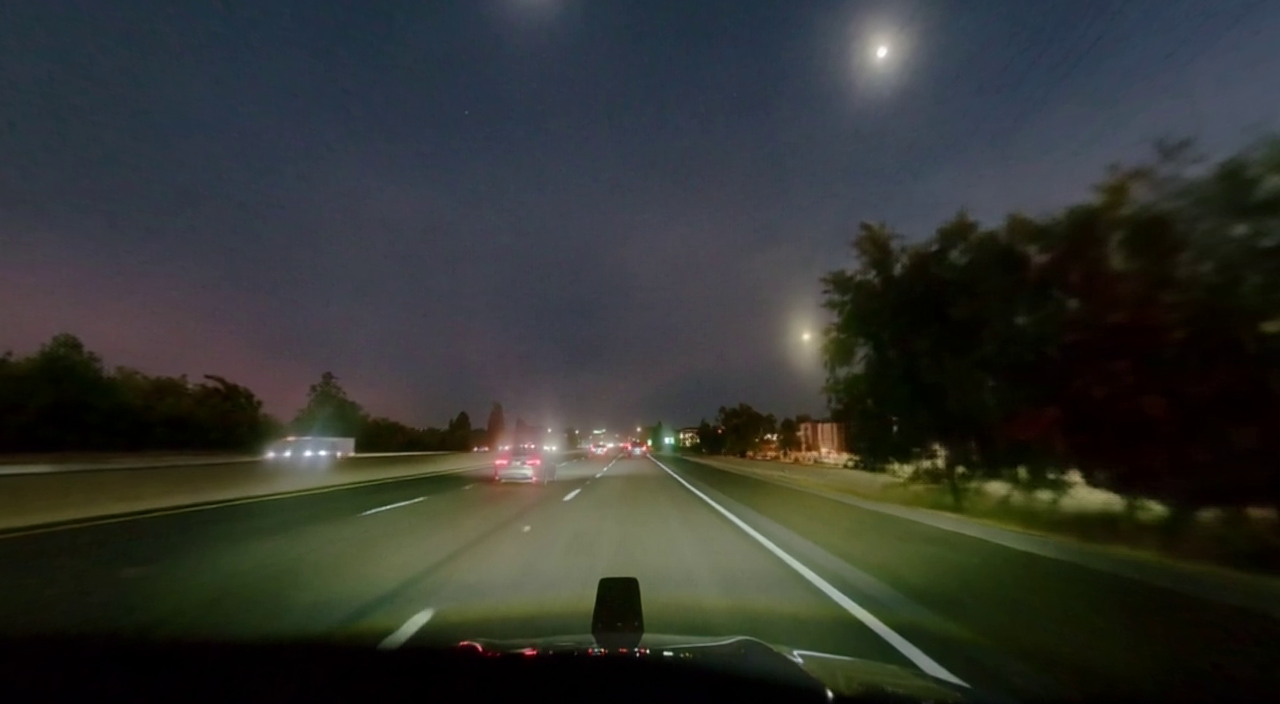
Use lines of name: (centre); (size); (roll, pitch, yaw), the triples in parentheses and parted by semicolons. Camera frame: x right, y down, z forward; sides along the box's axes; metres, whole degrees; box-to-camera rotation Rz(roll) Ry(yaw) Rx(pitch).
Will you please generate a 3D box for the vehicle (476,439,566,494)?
vehicle: (-3.435, 3.390, 19.091); (1.920, 1.463, 4.134); (0, -9, 0)
